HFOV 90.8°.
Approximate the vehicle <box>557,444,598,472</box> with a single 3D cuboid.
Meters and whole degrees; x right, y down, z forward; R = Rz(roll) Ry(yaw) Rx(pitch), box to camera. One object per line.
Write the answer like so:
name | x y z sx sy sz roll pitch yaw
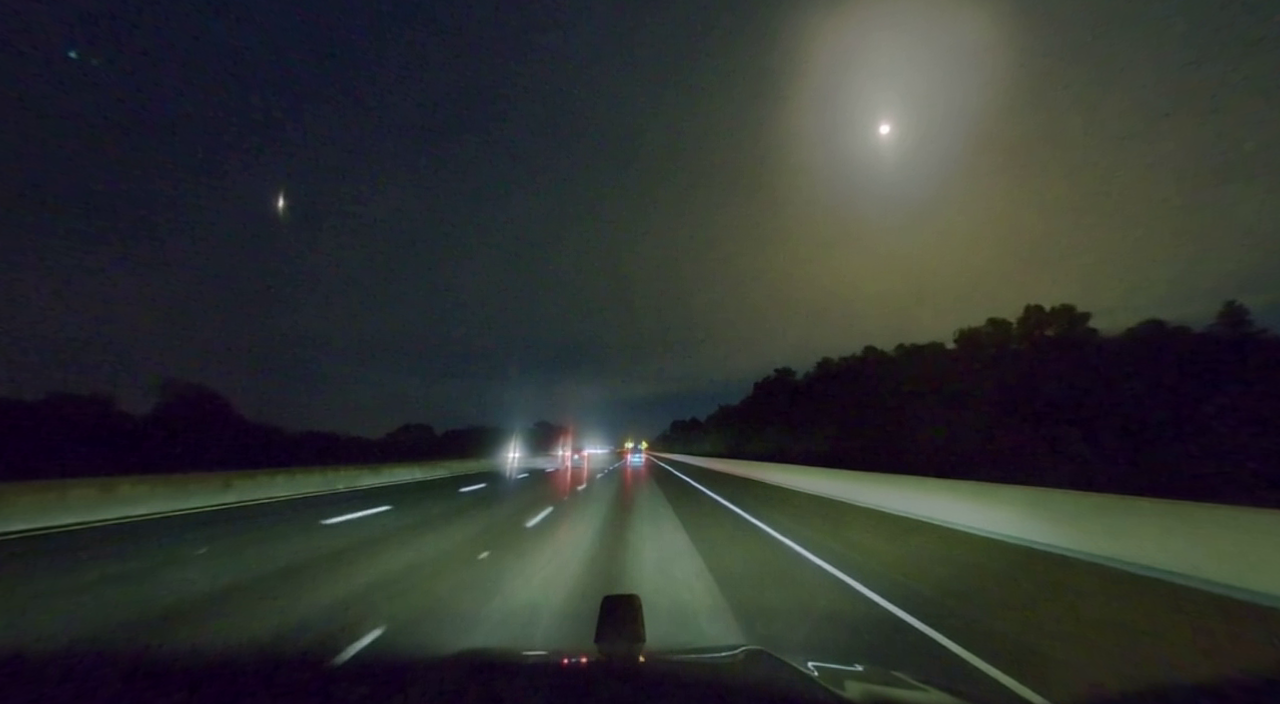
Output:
vehicle | -4.238 7.333 43.881 2.272 1.759 5.058 0 -9 1
